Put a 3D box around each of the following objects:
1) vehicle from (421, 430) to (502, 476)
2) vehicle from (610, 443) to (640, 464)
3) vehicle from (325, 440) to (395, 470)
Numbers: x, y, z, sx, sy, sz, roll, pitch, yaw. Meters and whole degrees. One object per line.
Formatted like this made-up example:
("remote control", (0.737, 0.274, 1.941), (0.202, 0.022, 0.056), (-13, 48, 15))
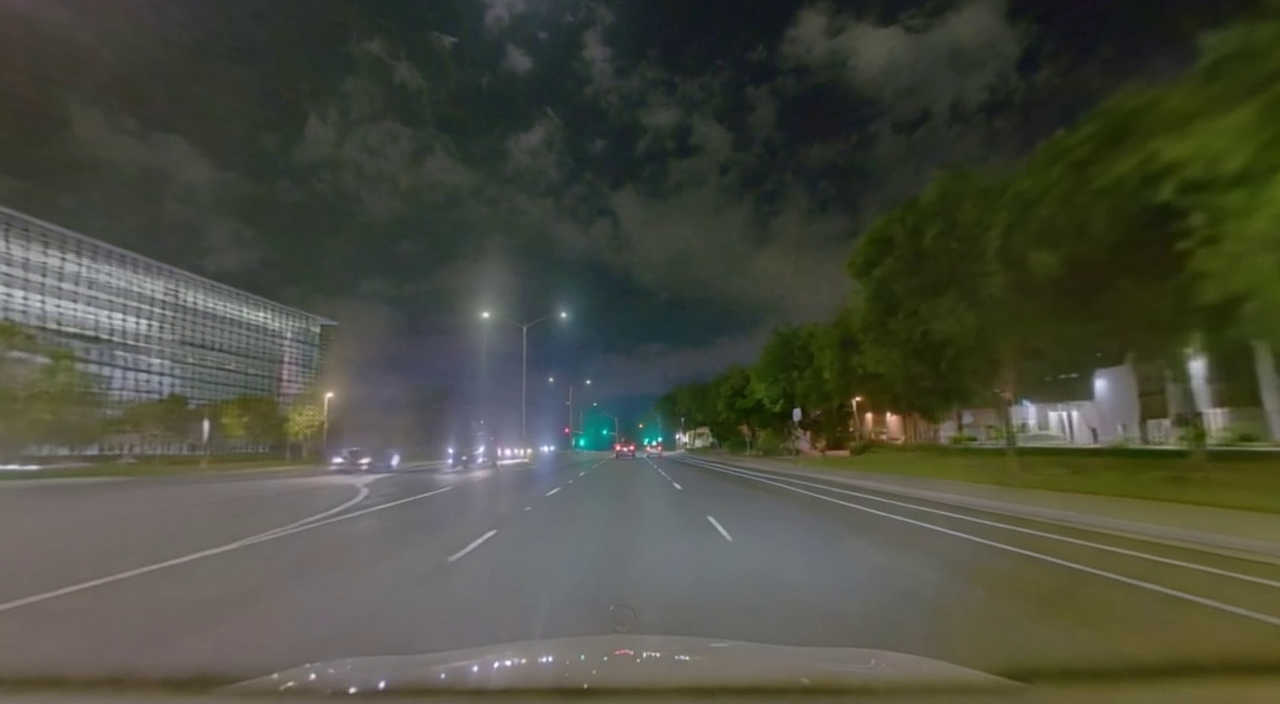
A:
("vehicle", (-8.675, 4.931, 31.347), (2.631, 1.990, 5.787), (2, -8, -4))
("vehicle", (-1.086, 7.388, 45.999), (2.080, 1.445, 4.096), (0, -8, -2))
("vehicle", (-15.952, 5.887, 36.317), (1.975, 1.596, 4.555), (0, -8, -1))
